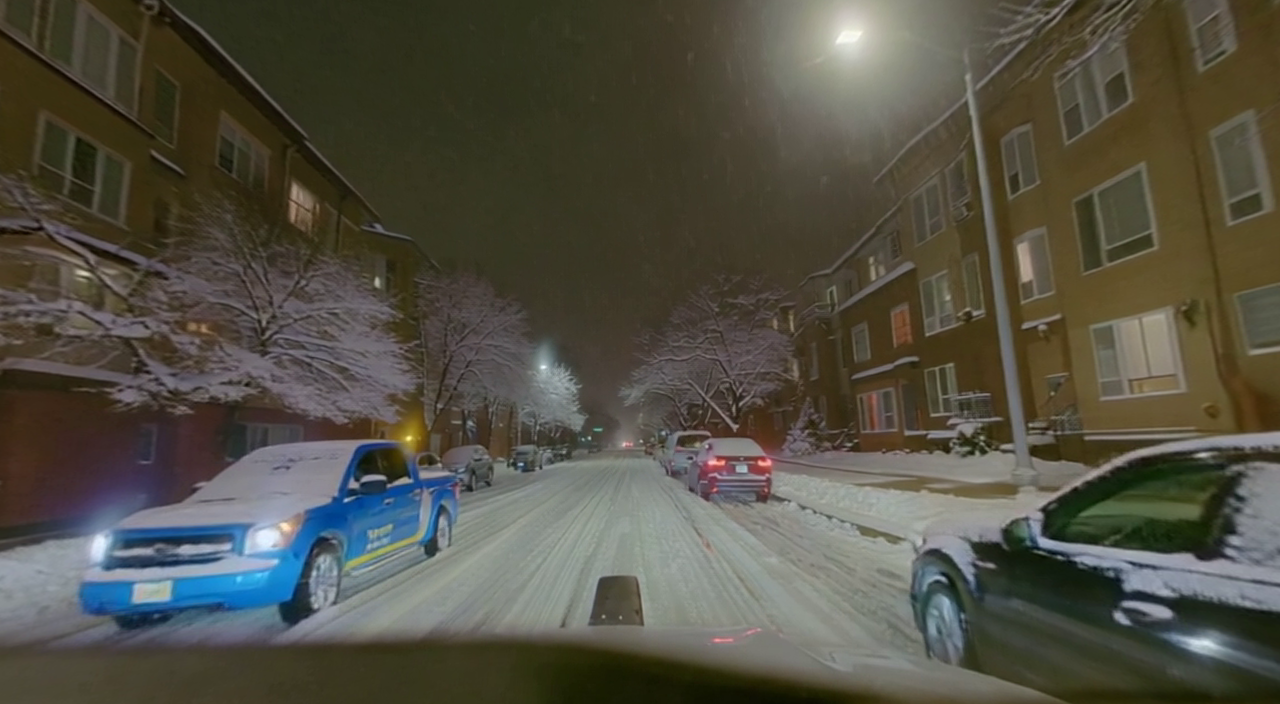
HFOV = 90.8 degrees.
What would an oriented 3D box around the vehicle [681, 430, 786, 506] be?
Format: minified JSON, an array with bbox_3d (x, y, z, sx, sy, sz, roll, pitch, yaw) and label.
[{"bbox_3d":[2.207,2.875,16.108,1.878,1.664,4.033,0,-8,-3],"label":"vehicle"}]

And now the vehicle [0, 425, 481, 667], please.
[{"bbox_3d":[-3.228,1.564,6.312,1.966,1.515,4.394,0,-8,2],"label":"vehicle"}]

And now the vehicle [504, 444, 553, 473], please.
[{"bbox_3d":[-6.350,6.087,36.438,1.959,1.490,4.361,0,-7,1],"label":"vehicle"}]

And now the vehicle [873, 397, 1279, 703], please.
[{"bbox_3d":[2.613,0.896,1.865,1.845,1.479,4.727,0,-8,-3],"label":"vehicle"}]
